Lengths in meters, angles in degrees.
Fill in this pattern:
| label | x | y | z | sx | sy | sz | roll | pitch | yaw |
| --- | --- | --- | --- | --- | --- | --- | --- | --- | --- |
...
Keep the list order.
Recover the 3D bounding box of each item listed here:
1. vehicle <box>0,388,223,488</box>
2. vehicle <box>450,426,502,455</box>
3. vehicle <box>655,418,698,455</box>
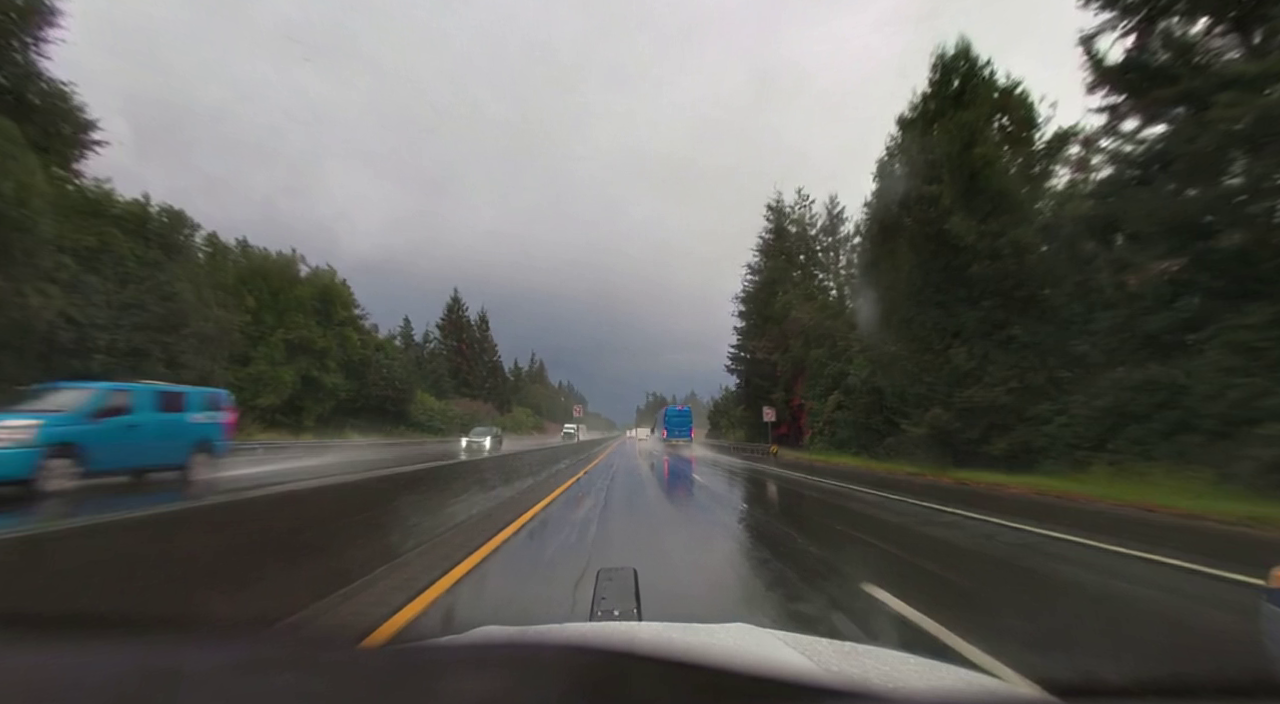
| label | x | y | z | sx | sy | sz | roll | pitch | yaw |
| --- | --- | --- | --- | --- | --- | --- | --- | --- | --- |
| vehicle | -13.538 | 2.149 | 15.782 | 2.217 | 2.018 | 5.924 | 0 | -8 | -1 |
| vehicle | -9.345 | 5.081 | 36.148 | 1.908 | 1.543 | 4.174 | 0 | -8 | -1 |
| vehicle | 2.639 | 6.378 | 47.646 | 2.570 | 2.596 | 6.082 | 0 | -8 | -3 |
